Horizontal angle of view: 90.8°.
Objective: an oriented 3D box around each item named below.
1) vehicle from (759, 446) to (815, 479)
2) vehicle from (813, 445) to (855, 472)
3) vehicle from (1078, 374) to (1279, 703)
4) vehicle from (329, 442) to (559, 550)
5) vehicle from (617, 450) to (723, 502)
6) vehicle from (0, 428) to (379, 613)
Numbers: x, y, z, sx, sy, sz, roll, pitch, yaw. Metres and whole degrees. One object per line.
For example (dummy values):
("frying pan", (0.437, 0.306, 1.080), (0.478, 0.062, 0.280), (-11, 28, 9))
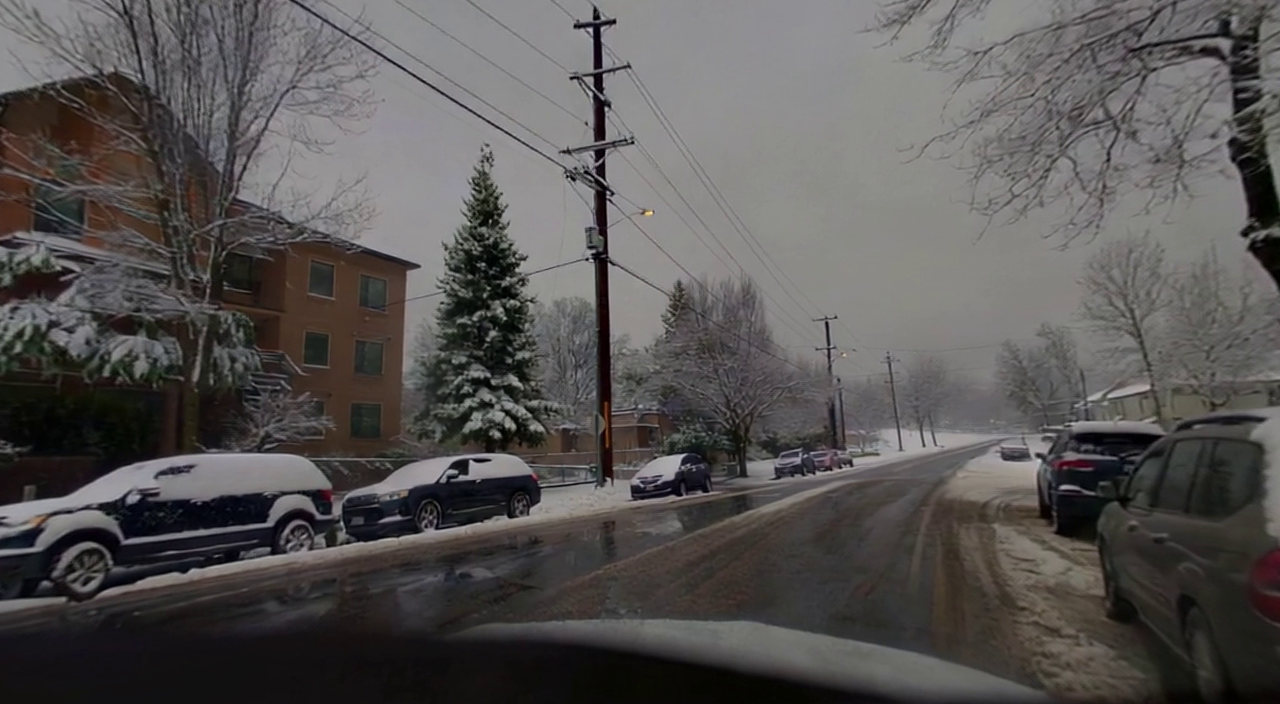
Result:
("vehicle", (8.758, 6.470, 37.316), (2.011, 1.801, 4.676), (-5, -10, 28))
("vehicle", (14.920, 8.215, 48.342), (1.953, 1.699, 4.234), (-10, -16, 29))
("vehicle", (3.686, 1.035, 3.053), (2.030, 1.535, 4.683), (-5, -10, 29))
("vehicle", (-3.911, 2.991, 13.483), (2.068, 1.745, 4.579), (-11, -14, 24))
("vehicle", (1.246, 4.635, 23.931), (2.017, 1.582, 4.664), (-12, -13, 27))
("vehicle", (-6.440, 2.220, 8.845), (1.973, 1.848, 5.100), (-12, -14, 24))
